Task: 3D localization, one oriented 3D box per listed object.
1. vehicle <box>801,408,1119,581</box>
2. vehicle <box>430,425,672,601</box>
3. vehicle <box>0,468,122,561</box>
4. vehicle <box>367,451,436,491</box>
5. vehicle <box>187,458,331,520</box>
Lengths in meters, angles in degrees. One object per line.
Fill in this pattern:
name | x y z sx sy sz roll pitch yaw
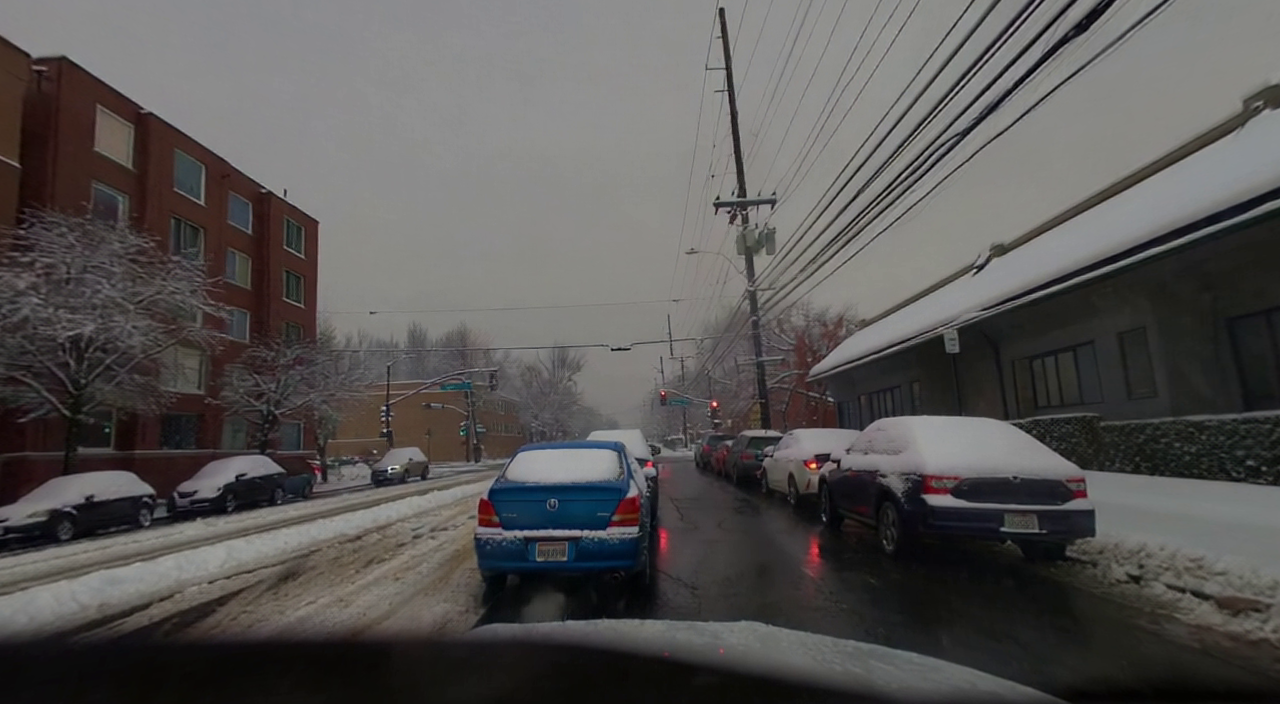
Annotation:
vehicle | 3.790 1.760 8.620 1.967 1.721 4.410 0 -8 -1
vehicle | -0.722 1.692 7.649 2.019 1.453 4.603 0 -8 1
vehicle | -11.915 2.904 11.017 1.850 1.487 4.711 -3 -8 -1
vehicle | -11.939 5.932 31.931 2.011 1.687 4.079 -4 -8 -2
vehicle | -11.853 4.241 20.044 1.868 1.491 4.367 -5 -9 0
